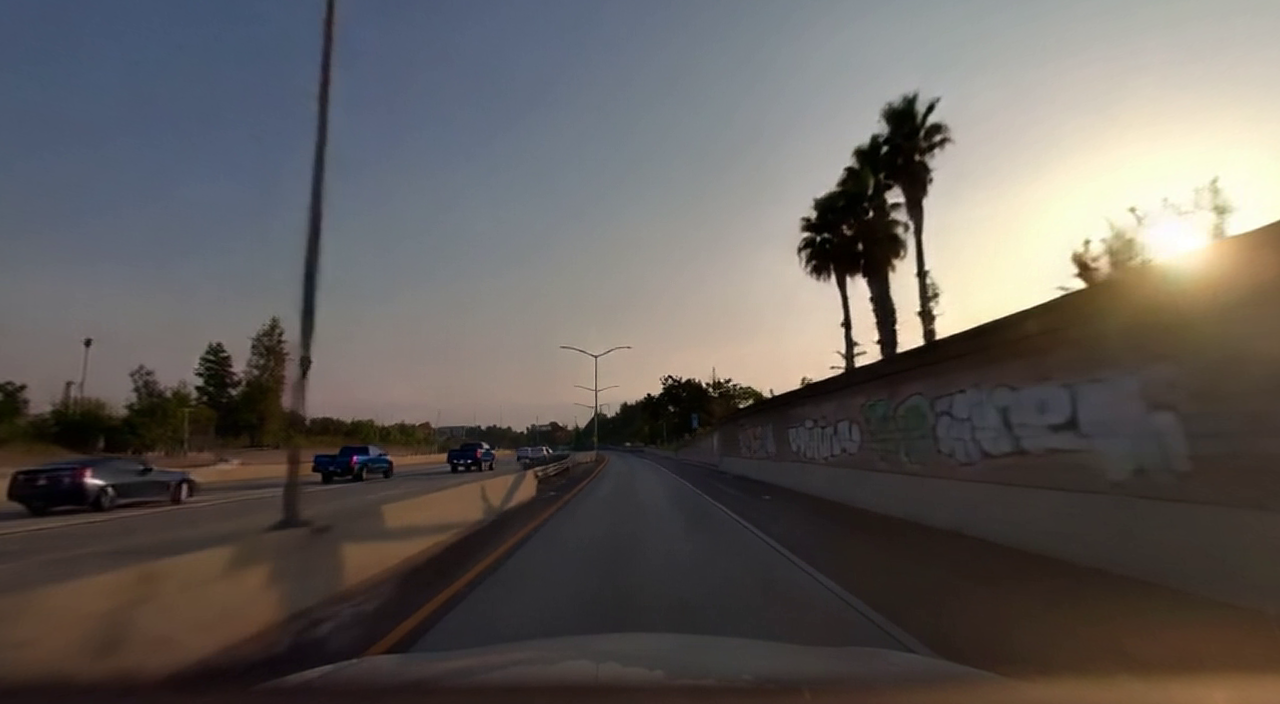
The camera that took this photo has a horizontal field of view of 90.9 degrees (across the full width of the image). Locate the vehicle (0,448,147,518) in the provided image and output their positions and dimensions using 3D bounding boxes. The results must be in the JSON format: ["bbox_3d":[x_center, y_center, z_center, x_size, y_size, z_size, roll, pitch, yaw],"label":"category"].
[{"bbox_3d":[-17.760,3.806,18.900,2.078,1.802,4.723,0,-9,0],"label":"vehicle"}]

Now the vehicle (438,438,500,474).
[{"bbox_3d":[-10.463,6.400,39.040,2.342,1.999,5.594,0,-9,-1],"label":"vehicle"}]

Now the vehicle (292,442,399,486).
[{"bbox_3d":[-13.931,5.322,30.402,2.272,1.882,5.941,0,-9,0],"label":"vehicle"}]
